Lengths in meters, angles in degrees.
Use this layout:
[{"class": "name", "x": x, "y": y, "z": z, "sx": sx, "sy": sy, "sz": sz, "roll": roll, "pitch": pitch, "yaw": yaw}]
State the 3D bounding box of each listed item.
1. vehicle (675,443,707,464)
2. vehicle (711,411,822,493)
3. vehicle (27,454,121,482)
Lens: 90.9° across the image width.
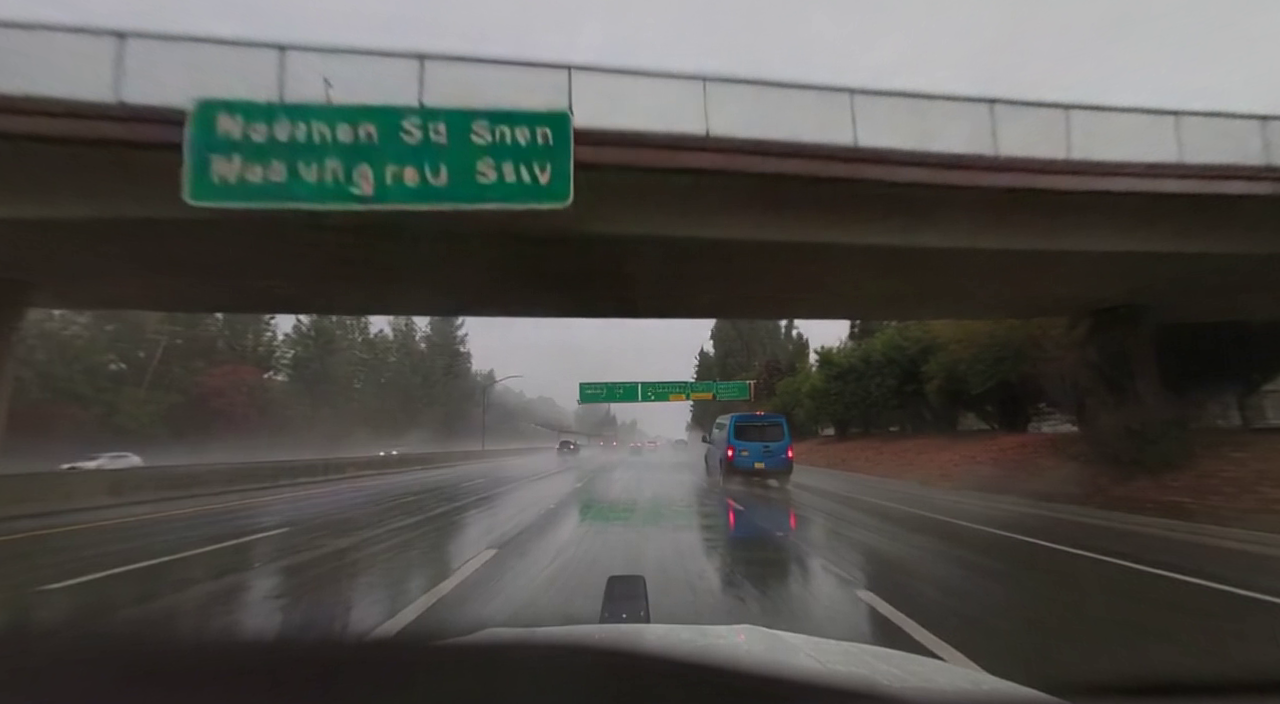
[{"class": "vehicle", "x": 3.698, "y": 7.420, "z": 46.437, "sx": 1.883, "sy": 1.456, "sz": 4.044, "roll": 0, "pitch": -8, "yaw": -1}, {"class": "vehicle", "x": 3.791, "y": 3.148, "z": 20.148, "sx": 2.347, "sy": 2.234, "sz": 5.352, "roll": 0, "pitch": -9, "yaw": -1}, {"class": "vehicle", "x": -38.583, "y": 7.879, "z": 43.151, "sx": 1.946, "sy": 1.686, "sz": 4.798, "roll": 0, "pitch": -8, "yaw": 0}]
